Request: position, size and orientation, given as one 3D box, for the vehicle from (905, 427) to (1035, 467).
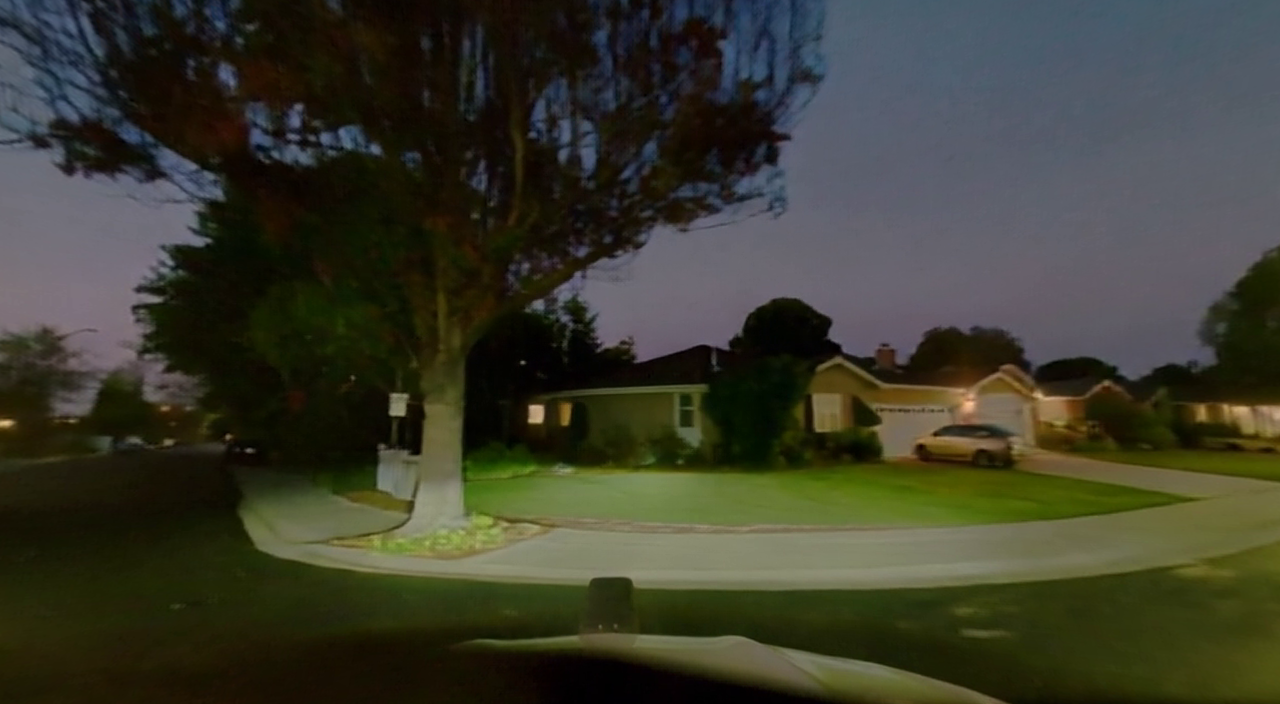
[{"bbox_3d":[13.607,3.955,26.329,1.844,1.495,4.404,5,-10,-30],"label":"vehicle"}]
